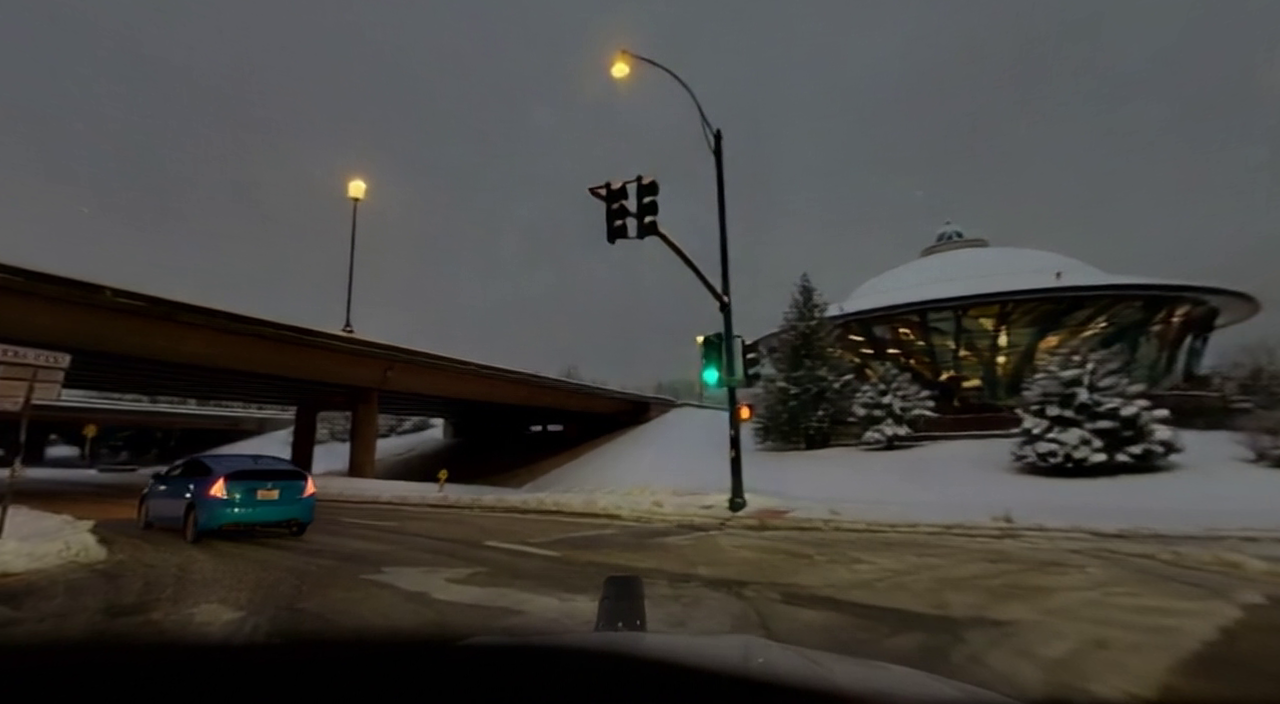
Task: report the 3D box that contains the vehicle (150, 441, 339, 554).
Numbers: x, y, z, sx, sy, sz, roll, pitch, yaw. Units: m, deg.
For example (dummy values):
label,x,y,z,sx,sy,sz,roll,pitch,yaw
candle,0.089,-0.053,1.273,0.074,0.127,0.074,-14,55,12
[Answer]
label,x,y,z,sx,sy,sz,roll,pitch,yaw
vehicle,-7.009,2.383,11.016,1.976,1.584,3.772,8,-12,-42
